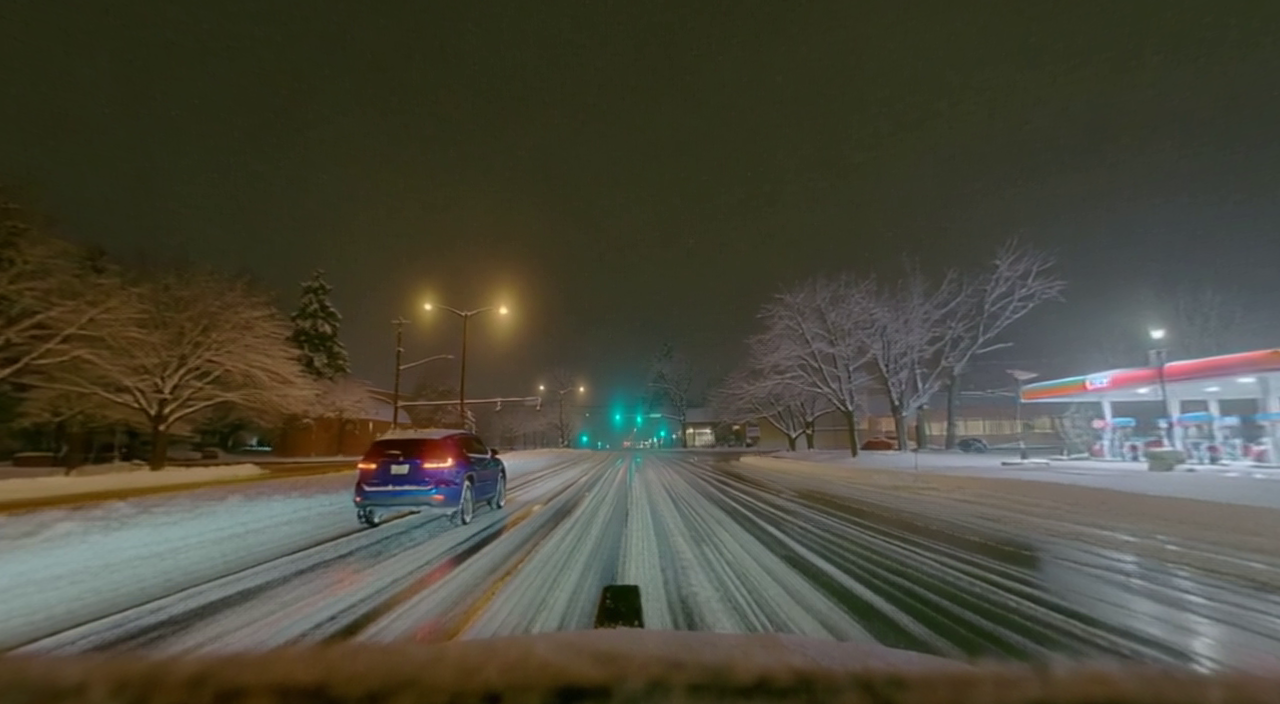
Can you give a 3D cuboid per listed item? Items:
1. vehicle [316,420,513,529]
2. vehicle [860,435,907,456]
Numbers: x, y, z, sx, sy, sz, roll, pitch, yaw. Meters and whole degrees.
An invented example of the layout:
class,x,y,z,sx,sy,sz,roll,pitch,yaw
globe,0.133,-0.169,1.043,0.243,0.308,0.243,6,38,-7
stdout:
class,x,y,z,sx,sy,sz,roll,pitch,yaw
vehicle,-3.953,2.238,12.085,2.039,1.656,4.710,0,-9,0
vehicle,18.262,7.037,47.436,1.831,1.442,5.072,-1,-9,4
